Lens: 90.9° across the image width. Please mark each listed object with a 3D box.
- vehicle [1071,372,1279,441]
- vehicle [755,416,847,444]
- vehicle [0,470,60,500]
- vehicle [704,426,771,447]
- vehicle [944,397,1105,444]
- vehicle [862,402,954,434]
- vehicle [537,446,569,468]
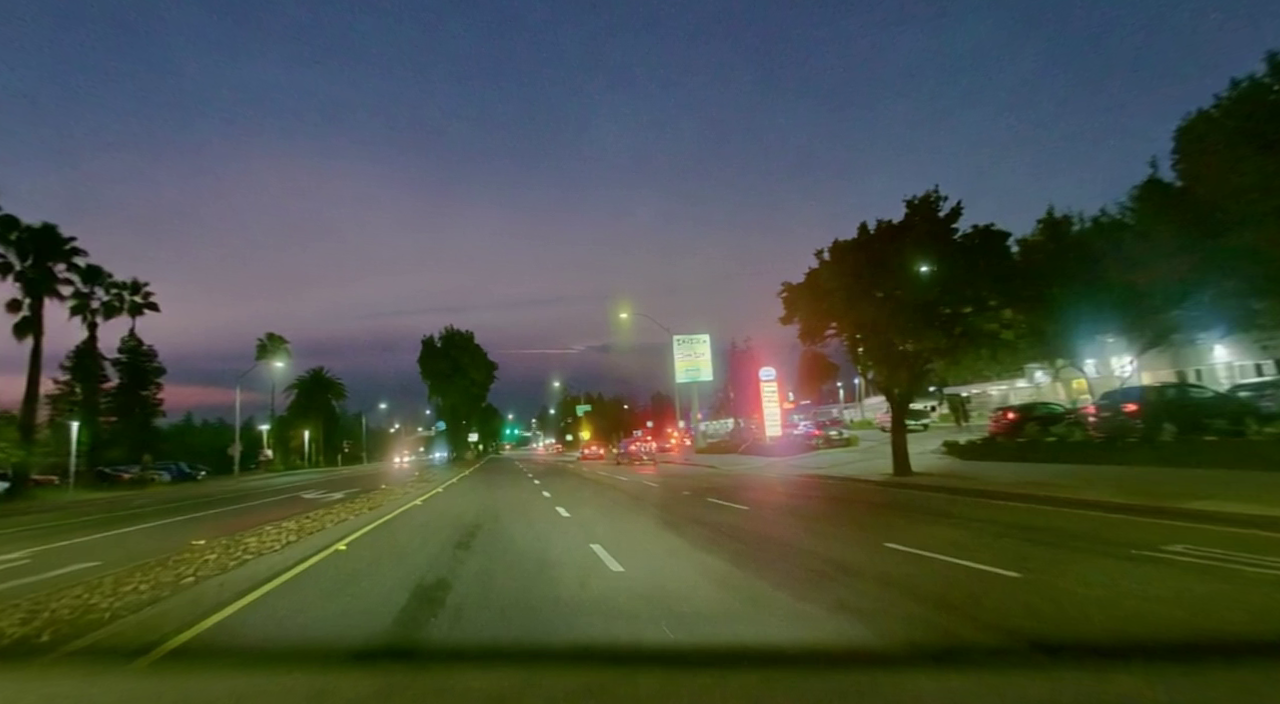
[{"bbox_3d":[14.938,1.525,17.249,4.907,1.585,2.018,0,-12,-8],"label":"vehicle"},{"bbox_3d":[10.210,4.984,40.176,5.123,1.730,2.183,1,-8,-11],"label":"vehicle"},{"bbox_3d":[-37.894,8.019,38.213,2.067,1.563,4.043,1,-9,-11],"label":"vehicle"},{"bbox_3d":[7.458,6.482,48.331,4.691,1.545,1.900,1,-8,-9],"label":"vehicle"},{"bbox_3d":[13.575,2.464,22.349,4.711,1.546,1.891,1,-8,-11],"label":"vehicle"},{"bbox_3d":[20.387,5.041,48.044,6.052,2.013,2.331,-2,-8,-14],"label":"vehicle"},{"bbox_3d":[-6.640,7.876,47.526,2.079,1.496,4.538,2,-9,-11],"label":"vehicle"}]
